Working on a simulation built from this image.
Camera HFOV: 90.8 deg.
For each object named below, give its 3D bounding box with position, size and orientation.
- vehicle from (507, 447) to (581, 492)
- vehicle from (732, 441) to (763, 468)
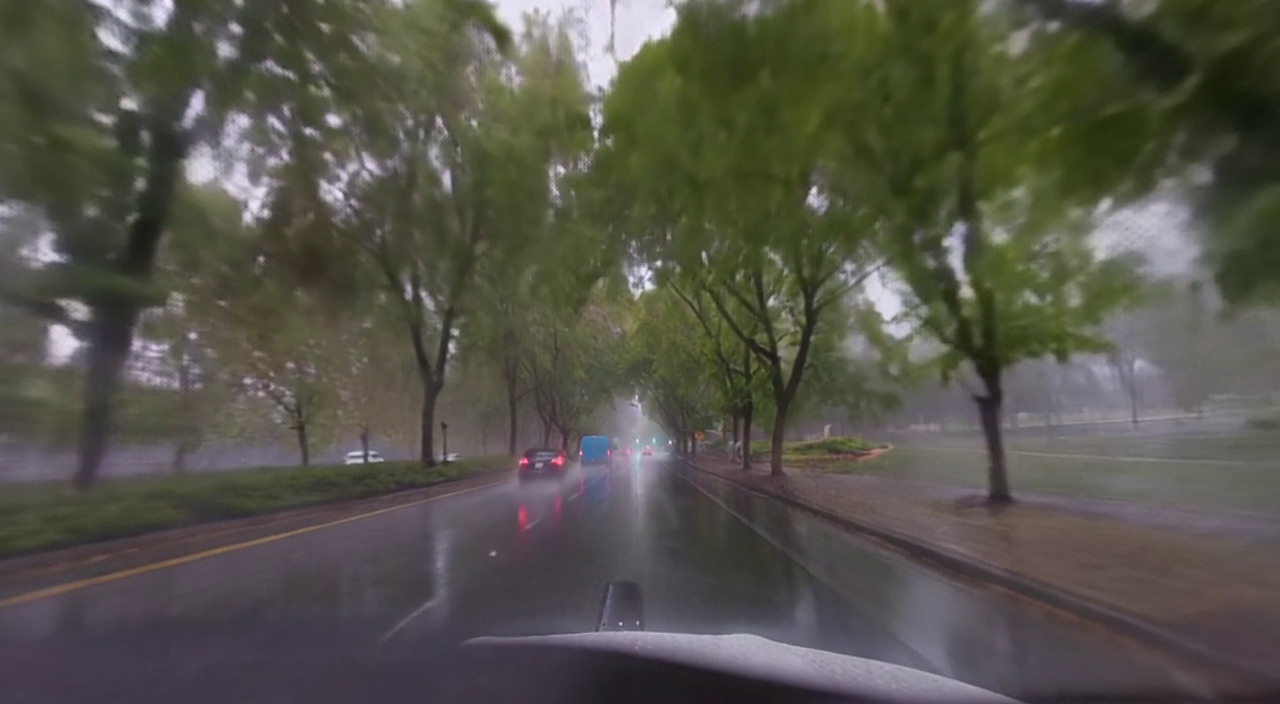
[{"bbox_3d":[-3.375,4.224,23.046,2.009,1.473,4.028,0,-9,1],"label":"vehicle"},{"bbox_3d":[7.281,6.941,42.854,1.596,1.654,2.920,-2,-9,1],"label":"vehicle"}]
